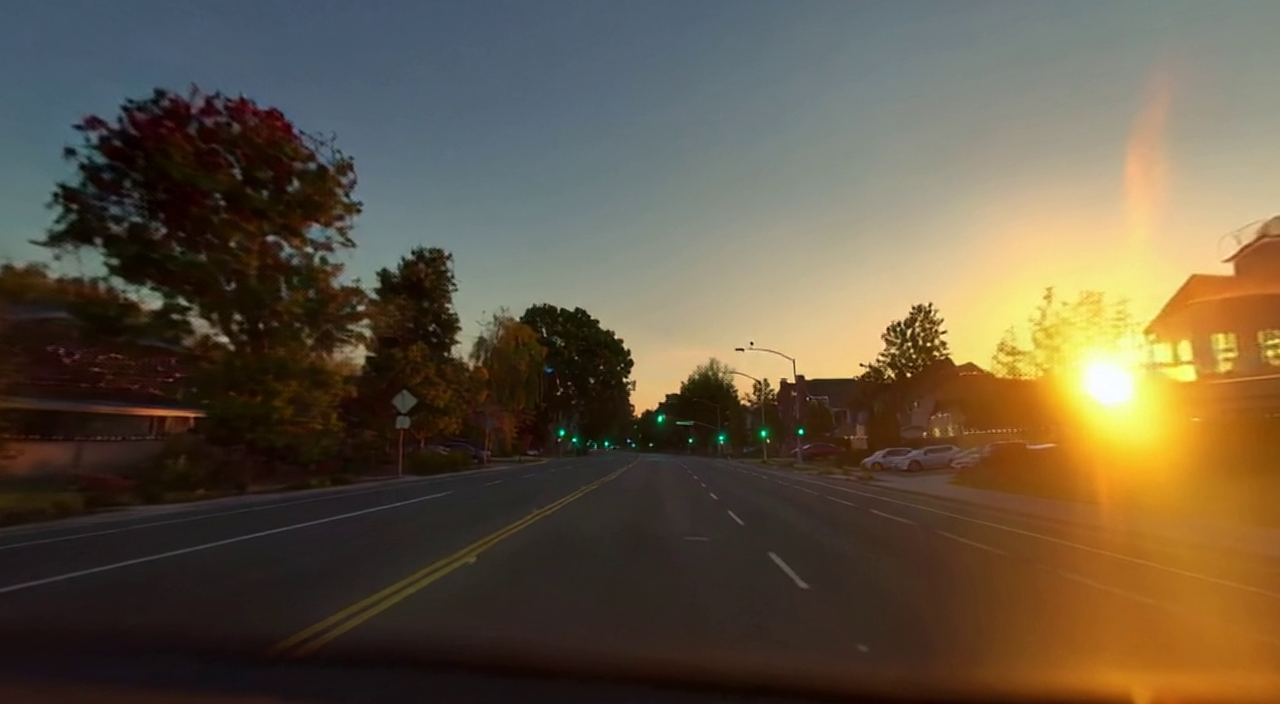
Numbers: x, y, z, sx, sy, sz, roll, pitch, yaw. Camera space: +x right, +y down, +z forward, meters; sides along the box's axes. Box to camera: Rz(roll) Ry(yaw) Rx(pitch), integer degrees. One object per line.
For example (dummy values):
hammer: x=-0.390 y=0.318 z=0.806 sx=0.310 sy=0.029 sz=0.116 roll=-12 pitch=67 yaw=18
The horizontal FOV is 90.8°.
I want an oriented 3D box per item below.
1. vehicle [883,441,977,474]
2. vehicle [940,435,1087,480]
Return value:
vehicle: x=16.212 y=5.899 z=35.430 sx=4.234 sy=1.491 sz=1.940 roll=-4 pitch=-7 yaw=2
vehicle: x=15.716 y=4.469 z=26.817 sx=4.854 sy=1.803 sz=2.179 roll=0 pitch=-9 yaw=-3
